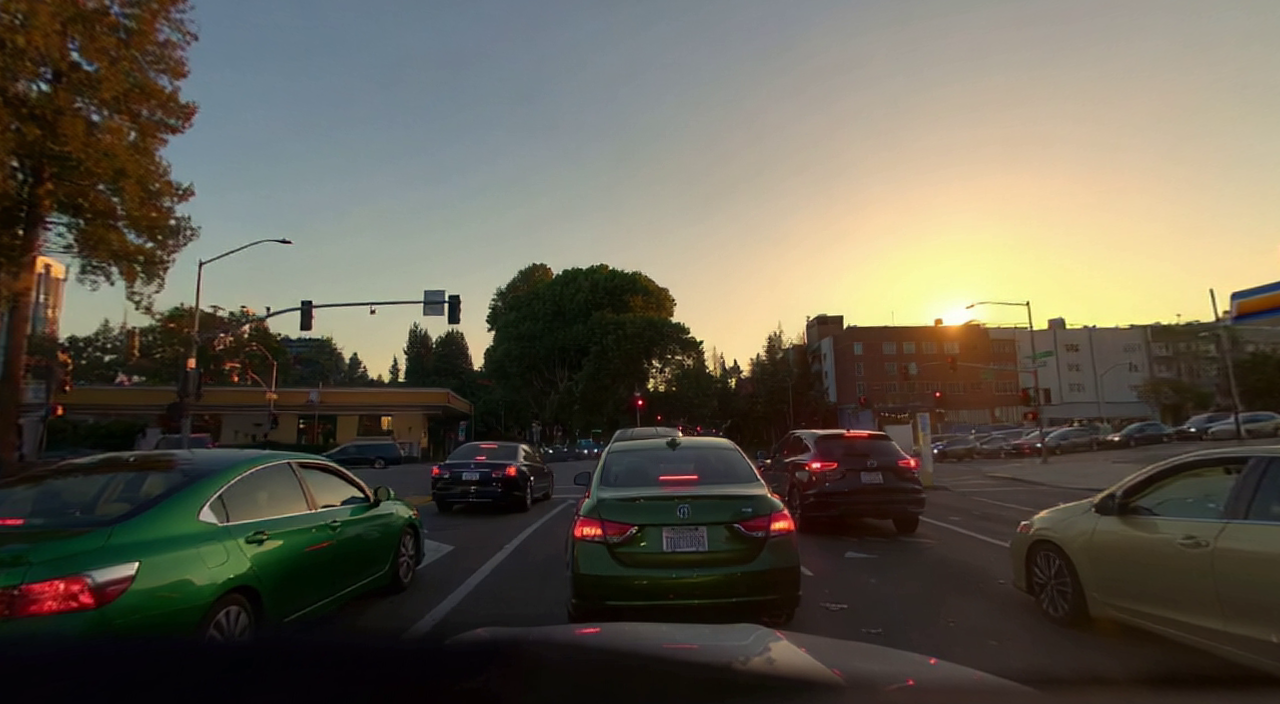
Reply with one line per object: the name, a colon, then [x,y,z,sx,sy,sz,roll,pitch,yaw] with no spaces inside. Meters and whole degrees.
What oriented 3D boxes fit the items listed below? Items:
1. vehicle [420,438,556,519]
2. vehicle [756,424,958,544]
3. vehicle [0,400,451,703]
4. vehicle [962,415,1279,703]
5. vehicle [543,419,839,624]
vehicle: [-3.078,2.644,13.701,1.867,1.474,4.237,0,-9,0]
vehicle: [3.368,2.128,10.771,1.947,1.630,4.127,0,-9,0]
vehicle: [-3.011,1.260,4.616,1.887,1.493,4.255,0,-9,1]
vehicle: [4.171,1.142,3.637,1.950,1.497,4.686,0,-9,-3]
vehicle: [0.324,1.592,6.948,2.220,1.507,4.317,0,-9,-2]
